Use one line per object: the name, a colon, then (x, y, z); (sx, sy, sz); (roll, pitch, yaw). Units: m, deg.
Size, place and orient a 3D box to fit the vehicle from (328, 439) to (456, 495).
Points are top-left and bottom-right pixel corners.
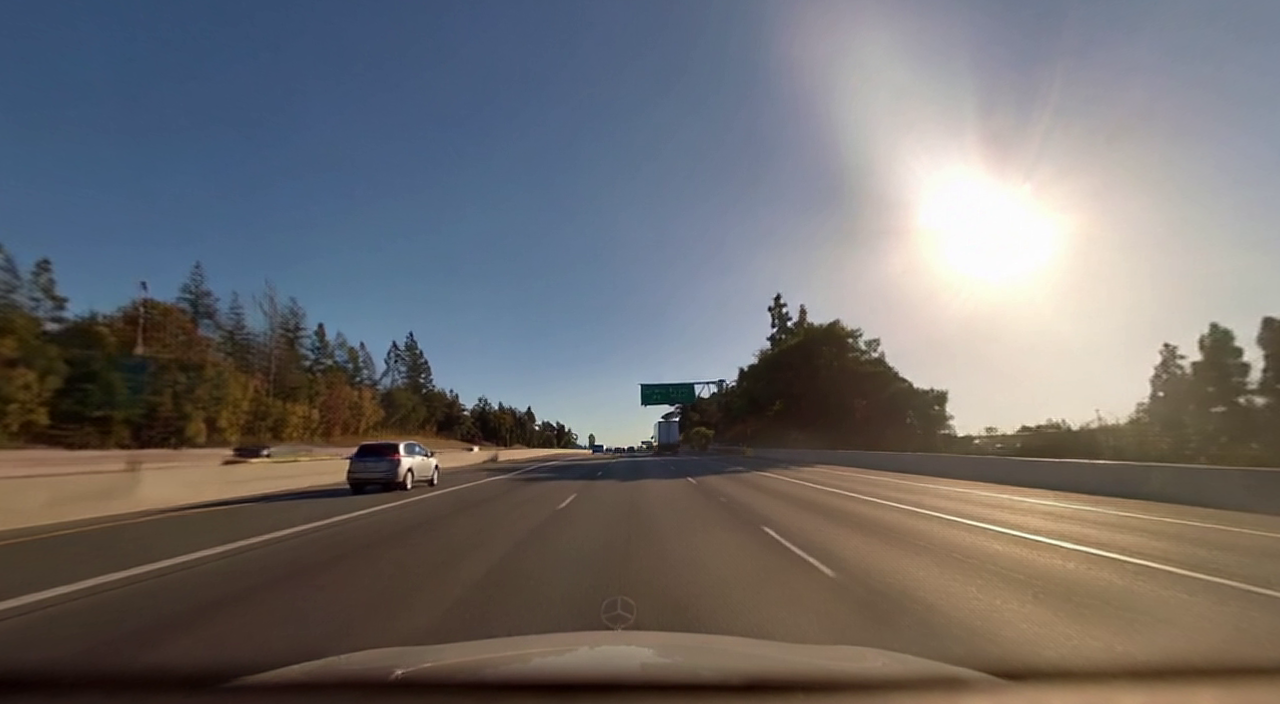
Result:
vehicle: (-7.273, 3.407, 19.123); (2.033, 1.494, 4.508); (0, -9, 0)
